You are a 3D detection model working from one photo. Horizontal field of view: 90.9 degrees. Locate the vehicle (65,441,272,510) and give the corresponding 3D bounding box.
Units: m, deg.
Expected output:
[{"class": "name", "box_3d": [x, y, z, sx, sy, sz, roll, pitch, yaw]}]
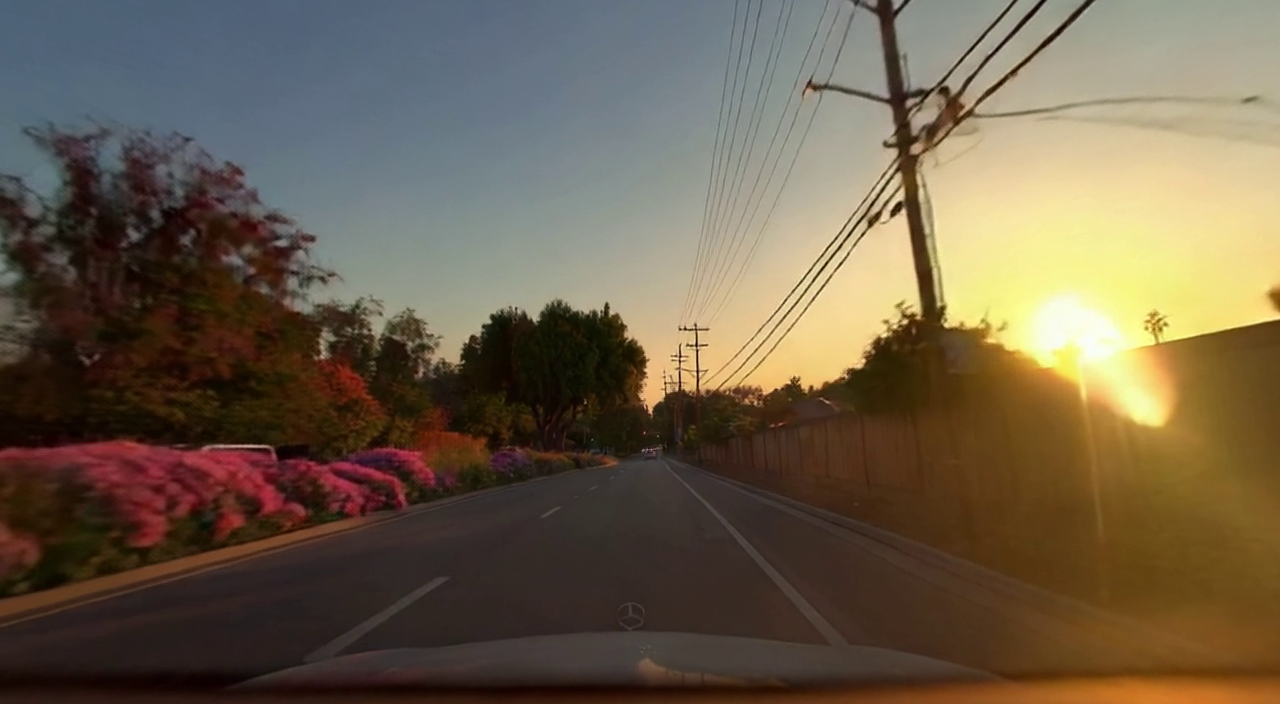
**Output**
[{"class": "vehicle", "box_3d": [-15.239, 3.987, 21.020, 2.269, 1.943, 5.876, 0, -8, 1]}]
